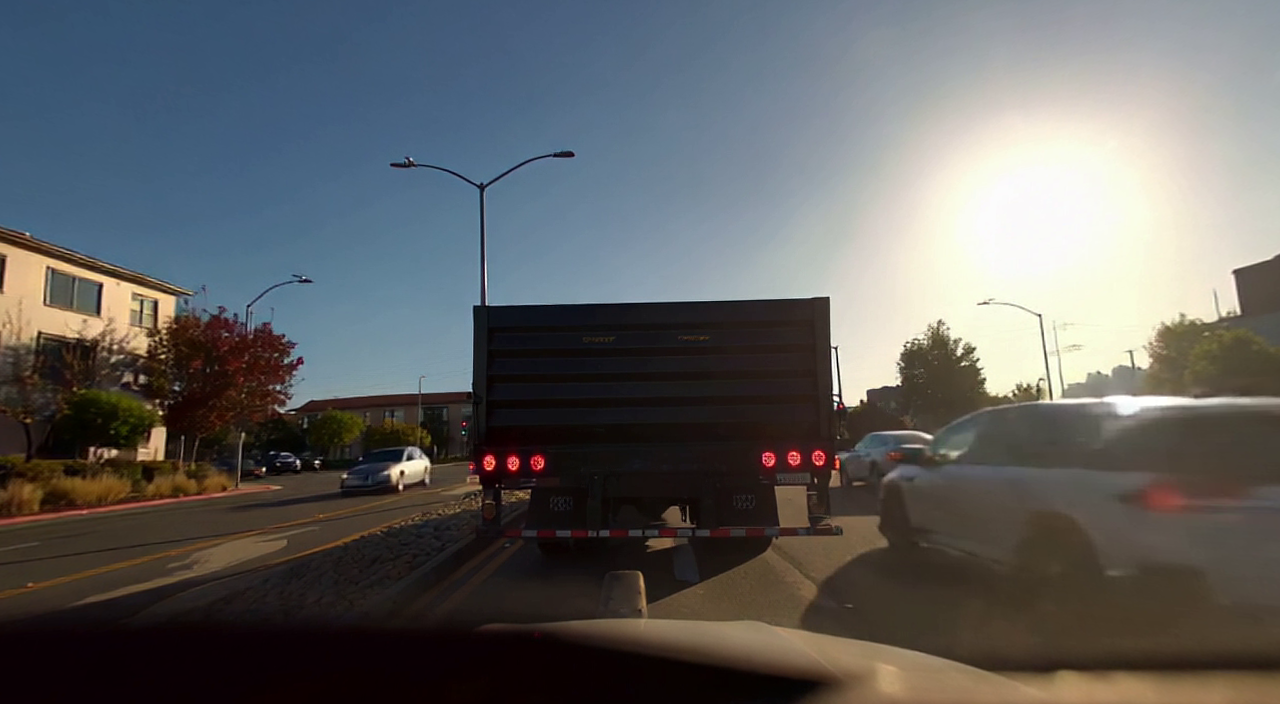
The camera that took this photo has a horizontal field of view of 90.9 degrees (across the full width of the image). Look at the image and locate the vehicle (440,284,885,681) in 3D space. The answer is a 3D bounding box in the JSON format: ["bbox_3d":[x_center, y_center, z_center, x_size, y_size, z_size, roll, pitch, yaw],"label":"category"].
[{"bbox_3d":[0.260,1.272,7.394,2.650,2.391,7.008,-1,-8,2],"label":"vehicle"}]

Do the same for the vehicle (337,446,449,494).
[{"bbox_3d":[-8.411,4.030,22.016,2.006,1.479,4.643,-1,-8,1],"label":"vehicle"}]

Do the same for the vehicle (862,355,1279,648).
[{"bbox_3d":[4.216,1.299,6.509,2.066,1.910,4.606,0,-8,-1],"label":"vehicle"}]
